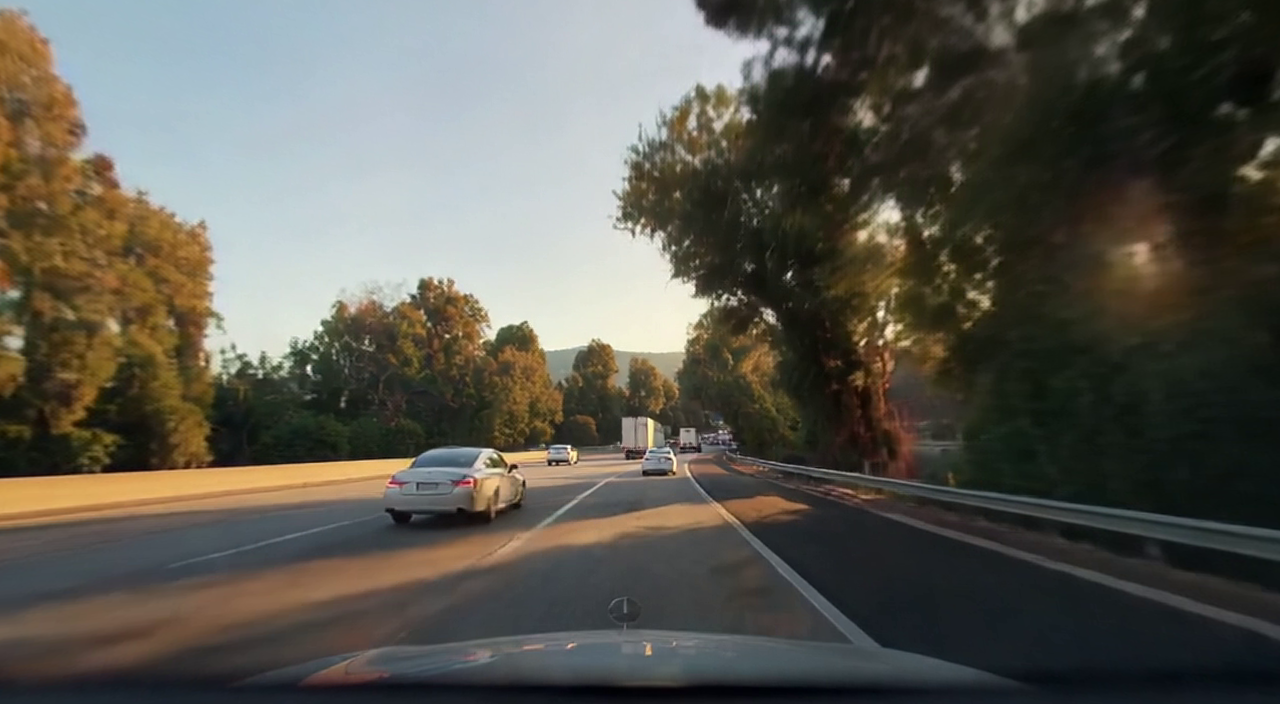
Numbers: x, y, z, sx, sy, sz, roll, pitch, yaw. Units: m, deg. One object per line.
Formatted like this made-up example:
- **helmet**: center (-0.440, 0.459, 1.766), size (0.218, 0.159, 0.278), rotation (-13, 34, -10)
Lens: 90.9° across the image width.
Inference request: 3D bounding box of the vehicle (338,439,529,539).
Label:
- **vehicle**: center (-3.553, 2.442, 11.950), size (1.916, 1.486, 4.631), rotation (-1, -9, 2)

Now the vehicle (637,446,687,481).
- **vehicle**: center (0.982, 4.758, 27.098), size (1.984, 1.365, 3.767), rotation (-1, -9, 3)

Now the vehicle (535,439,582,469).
- **vehicle**: center (-5.358, 6.820, 42.361), size (2.142, 1.833, 4.854), rotation (-1, -9, 5)
